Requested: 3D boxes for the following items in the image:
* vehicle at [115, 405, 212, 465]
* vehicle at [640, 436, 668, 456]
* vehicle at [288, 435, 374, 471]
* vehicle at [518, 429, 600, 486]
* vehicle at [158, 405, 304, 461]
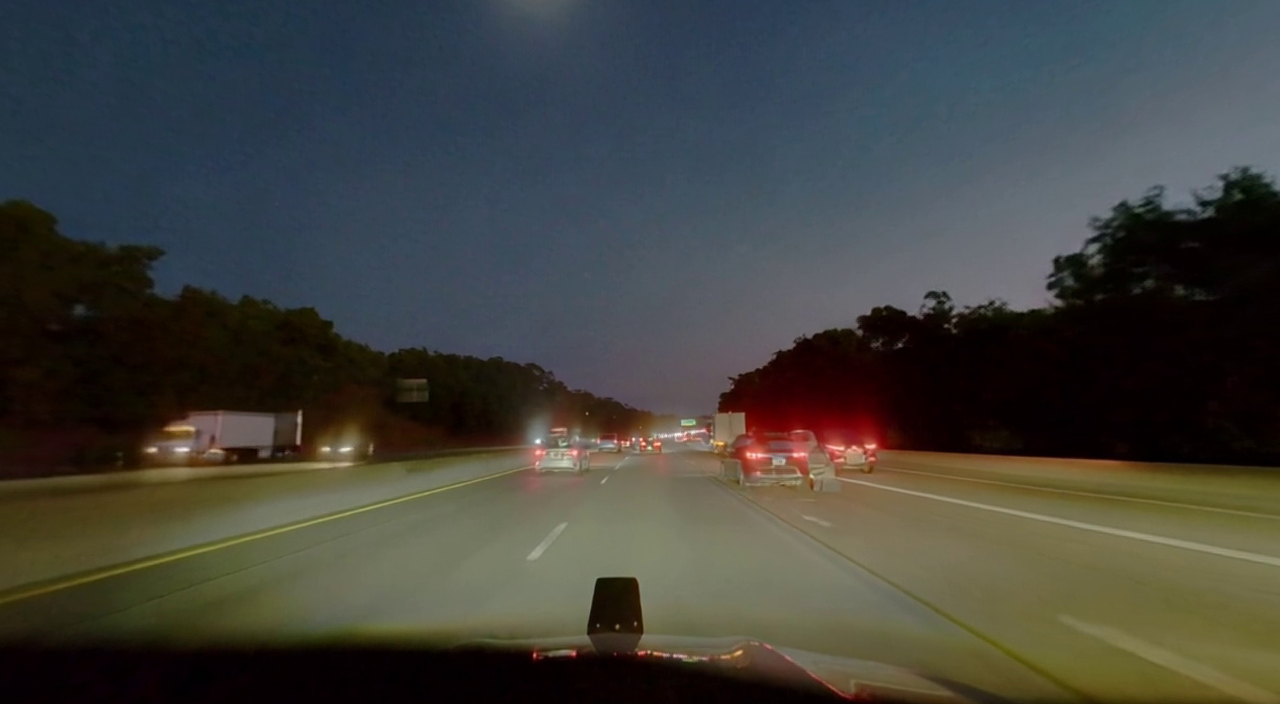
[{"bbox_3d":[-31.574,5.521,41.973,3.154,3.765,3.782,0,-7,3],"label":"vehicle"},{"bbox_3d":[1.048,7.021,47.245,2.004,1.465,3.842,0,-8,0],"label":"vehicle"},{"bbox_3d":[-15.710,5.137,32.365,2.000,1.692,4.497,0,-8,2],"label":"vehicle"},{"bbox_3d":[-2.424,3.273,19.985,2.137,1.618,4.209,0,-8,-1],"label":"vehicle"},{"bbox_3d":[-31.581,6.452,49.744,3.007,3.823,12.412,0,-8,1],"label":"vehicle"}]
